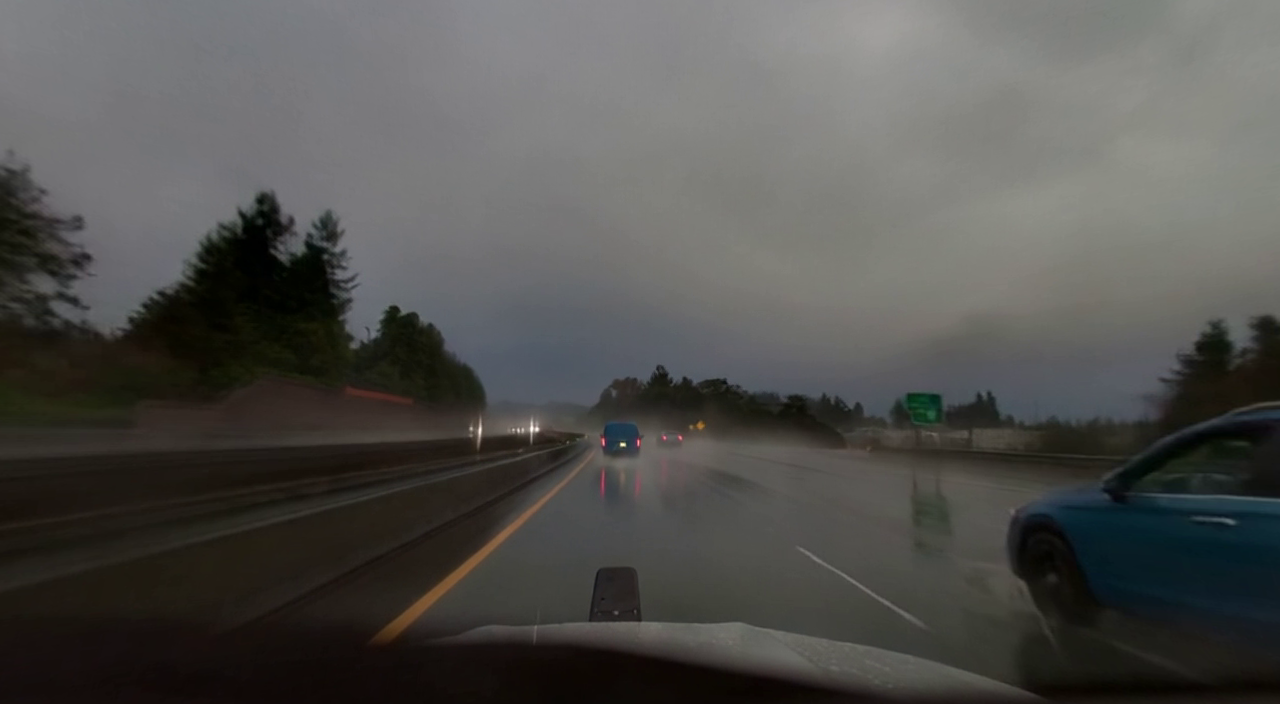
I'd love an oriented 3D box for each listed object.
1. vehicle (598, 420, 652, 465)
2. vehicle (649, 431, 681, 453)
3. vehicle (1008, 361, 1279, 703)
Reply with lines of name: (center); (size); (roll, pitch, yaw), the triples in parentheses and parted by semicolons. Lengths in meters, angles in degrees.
vehicle: (-0.793, 4.421, 30.799); (2.403, 1.994, 4.683); (0, -8, -3)
vehicle: (1.879, 6.922, 48.407); (1.996, 1.589, 3.715); (0, -8, -4)
vehicle: (3.566, 0.796, 2.180); (2.078, 1.600, 4.012); (0, -8, -1)
